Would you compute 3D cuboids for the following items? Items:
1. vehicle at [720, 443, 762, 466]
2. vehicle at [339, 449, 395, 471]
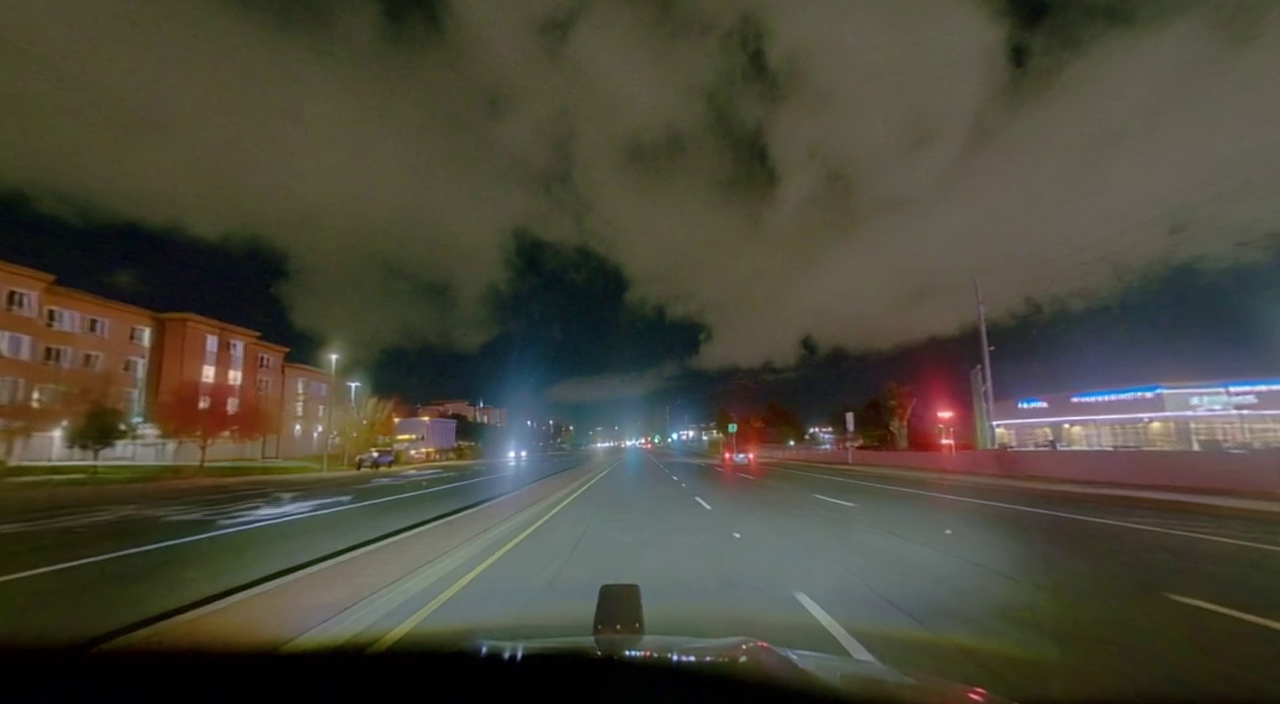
[{"bbox_3d":[6.598,6.737,41.724,1.916,1.437,4.327,0,-9,-2],"label":"vehicle"},{"bbox_3d":[-19.044,7.566,44.357,1.950,1.464,4.414,0,-9,0],"label":"vehicle"}]
